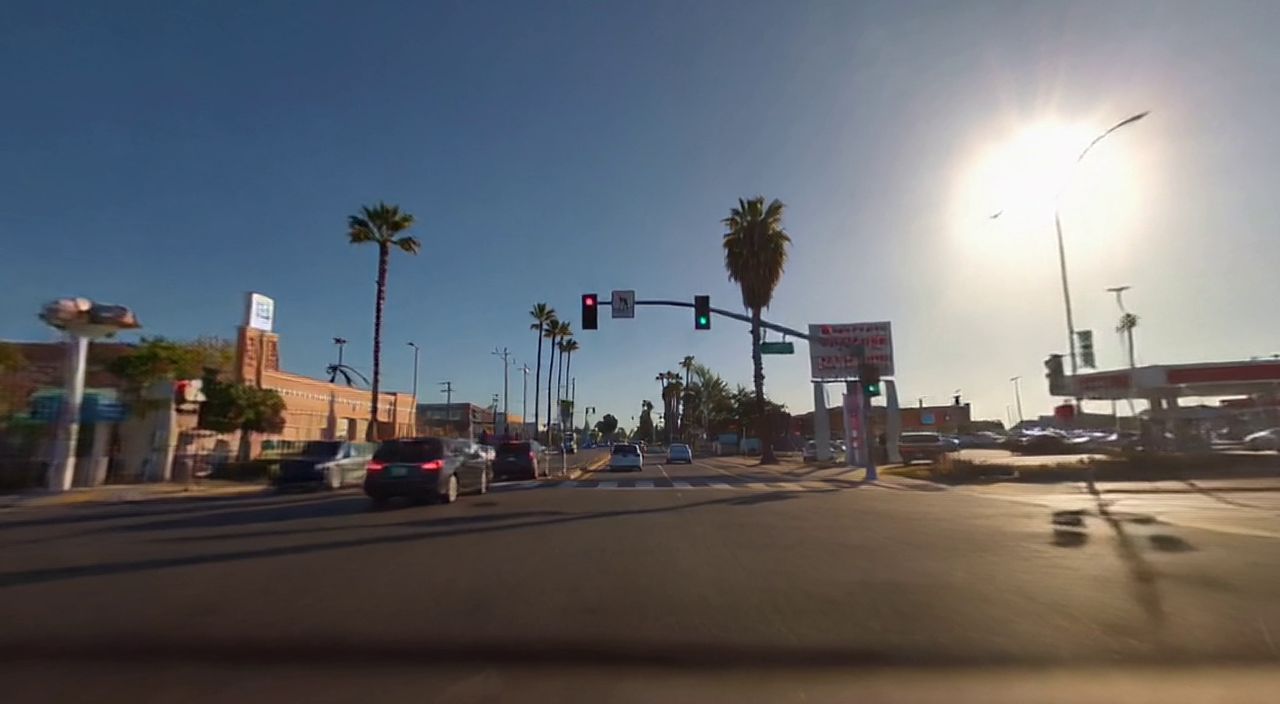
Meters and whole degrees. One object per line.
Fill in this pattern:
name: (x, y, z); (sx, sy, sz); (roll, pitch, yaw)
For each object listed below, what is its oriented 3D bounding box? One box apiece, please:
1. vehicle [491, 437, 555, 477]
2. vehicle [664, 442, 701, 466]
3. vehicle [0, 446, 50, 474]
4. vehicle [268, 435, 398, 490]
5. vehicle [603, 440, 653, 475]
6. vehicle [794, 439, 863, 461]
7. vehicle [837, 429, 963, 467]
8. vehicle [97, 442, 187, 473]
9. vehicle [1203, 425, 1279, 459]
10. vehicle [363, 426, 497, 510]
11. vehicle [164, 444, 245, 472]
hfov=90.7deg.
vehicle: (-5.279, 4.781, 29.087); (2.060, 1.643, 4.359); (0, -8, 0)
vehicle: (2.772, 6.846, 42.644); (2.060, 1.471, 4.168); (0, -8, -2)
vehicle: (-40.281, 6.865, 40.263); (1.791, 1.696, 3.791); (0, -8, -3)
vehicle: (-11.580, 4.194, 24.482); (2.161, 1.830, 5.674); (0, -8, 0)
vehicle: (-0.577, 4.902, 29.723); (2.160, 1.508, 4.319); (0, -8, -1)
vehicle: (13.644, 7.090, 45.965); (4.360, 1.523, 1.900); (0, -8, -1)
vehicle: (13.682, 5.095, 33.551); (5.718, 1.911, 2.088); (0, -8, -2)
vehicle: (-31.057, 6.582, 39.660); (2.009, 1.790, 4.501); (0, -8, -2)
vehicle: (34.179, 4.936, 34.604); (4.597, 1.775, 1.982); (-1, -8, 6)
vehicle: (-5.199, 2.869, 16.364); (2.032, 1.747, 4.479); (-2, -7, -2)
vehicle: (-27.219, 6.608, 39.767); (1.969, 1.627, 4.508); (0, -8, -2)
